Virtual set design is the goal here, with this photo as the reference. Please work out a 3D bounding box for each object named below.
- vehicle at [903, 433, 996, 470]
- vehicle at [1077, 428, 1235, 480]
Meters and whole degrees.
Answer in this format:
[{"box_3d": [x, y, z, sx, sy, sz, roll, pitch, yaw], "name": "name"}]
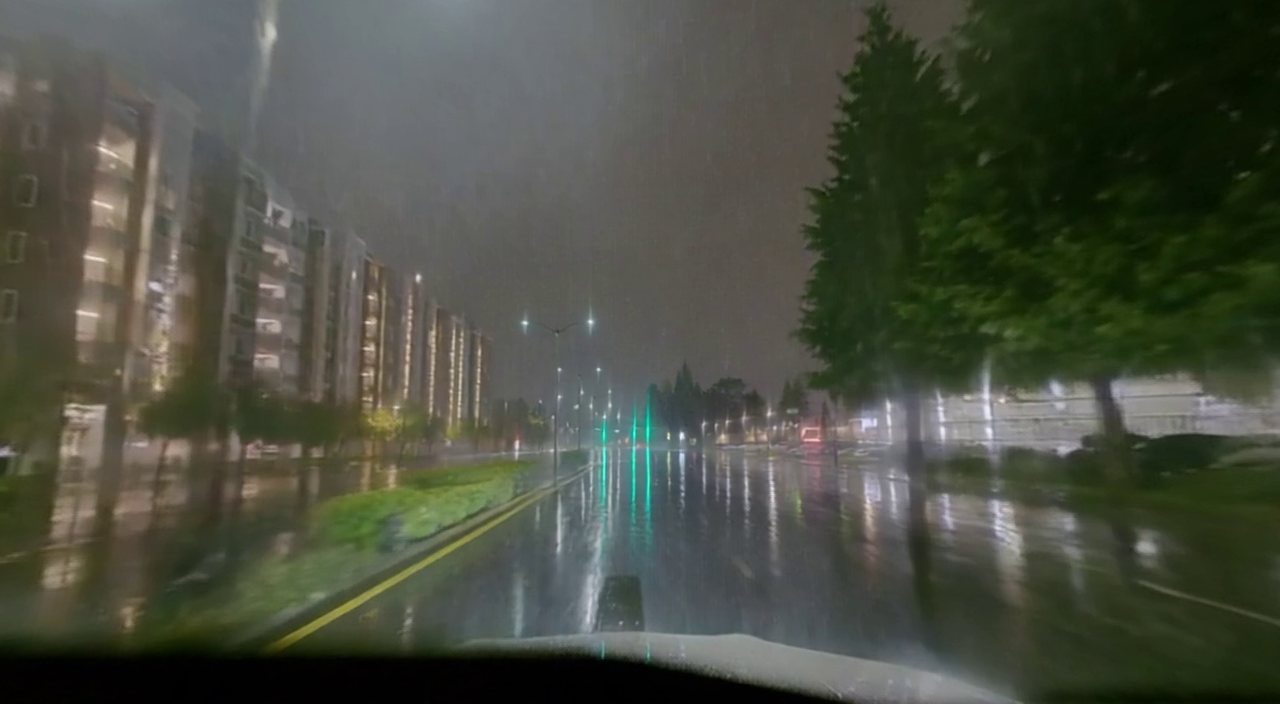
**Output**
[{"box_3d": [15.462, 4.997, 31.874, 2.006, 1.683, 4.643, 0, -8, -5], "name": "vehicle"}, {"box_3d": [18.731, 3.717, 23.243, 1.947, 1.667, 4.347, 0, -8, -3], "name": "vehicle"}]
